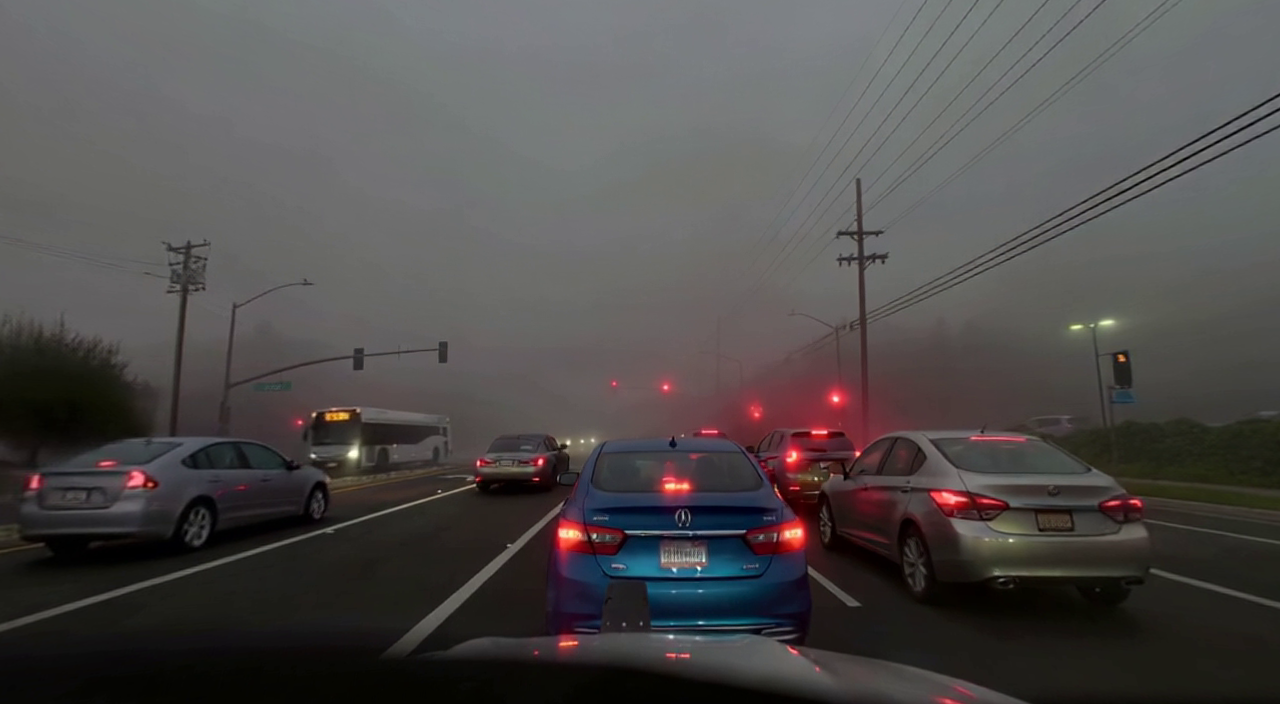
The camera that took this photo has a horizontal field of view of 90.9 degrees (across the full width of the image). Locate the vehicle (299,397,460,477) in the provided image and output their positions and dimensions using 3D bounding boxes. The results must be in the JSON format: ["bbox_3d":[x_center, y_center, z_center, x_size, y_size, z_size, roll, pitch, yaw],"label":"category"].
[{"bbox_3d":[-13.143,4.619,33.814,3.005,3.443,12.583,-1,-8,2],"label":"vehicle"}]

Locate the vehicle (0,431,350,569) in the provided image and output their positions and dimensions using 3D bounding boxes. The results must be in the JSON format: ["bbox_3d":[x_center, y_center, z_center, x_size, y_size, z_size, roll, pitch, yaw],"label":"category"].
[{"bbox_3d":[-6.411,1.975,9.339,1.955,1.497,4.639,-1,-8,1],"label":"vehicle"}]

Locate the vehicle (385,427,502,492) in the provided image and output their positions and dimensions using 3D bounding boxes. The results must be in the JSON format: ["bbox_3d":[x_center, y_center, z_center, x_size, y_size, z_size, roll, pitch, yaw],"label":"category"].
[{"bbox_3d":[-6.265,3.492,20.899,2.070,1.824,5.196,-1,-8,2],"label":"vehicle"}]

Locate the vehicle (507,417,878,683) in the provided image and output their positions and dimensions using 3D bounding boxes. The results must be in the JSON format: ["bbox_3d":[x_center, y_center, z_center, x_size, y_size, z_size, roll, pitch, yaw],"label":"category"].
[{"bbox_3d":[0.276,1.418,5.647,2.109,1.483,3.964,0,-8,-1],"label":"vehicle"}]

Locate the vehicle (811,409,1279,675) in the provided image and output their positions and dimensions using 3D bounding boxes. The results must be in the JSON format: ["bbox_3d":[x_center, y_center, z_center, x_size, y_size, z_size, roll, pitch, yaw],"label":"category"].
[{"bbox_3d":[3.120,1.403,5.794,1.870,1.523,4.096,0,-8,-1],"label":"vehicle"}]
